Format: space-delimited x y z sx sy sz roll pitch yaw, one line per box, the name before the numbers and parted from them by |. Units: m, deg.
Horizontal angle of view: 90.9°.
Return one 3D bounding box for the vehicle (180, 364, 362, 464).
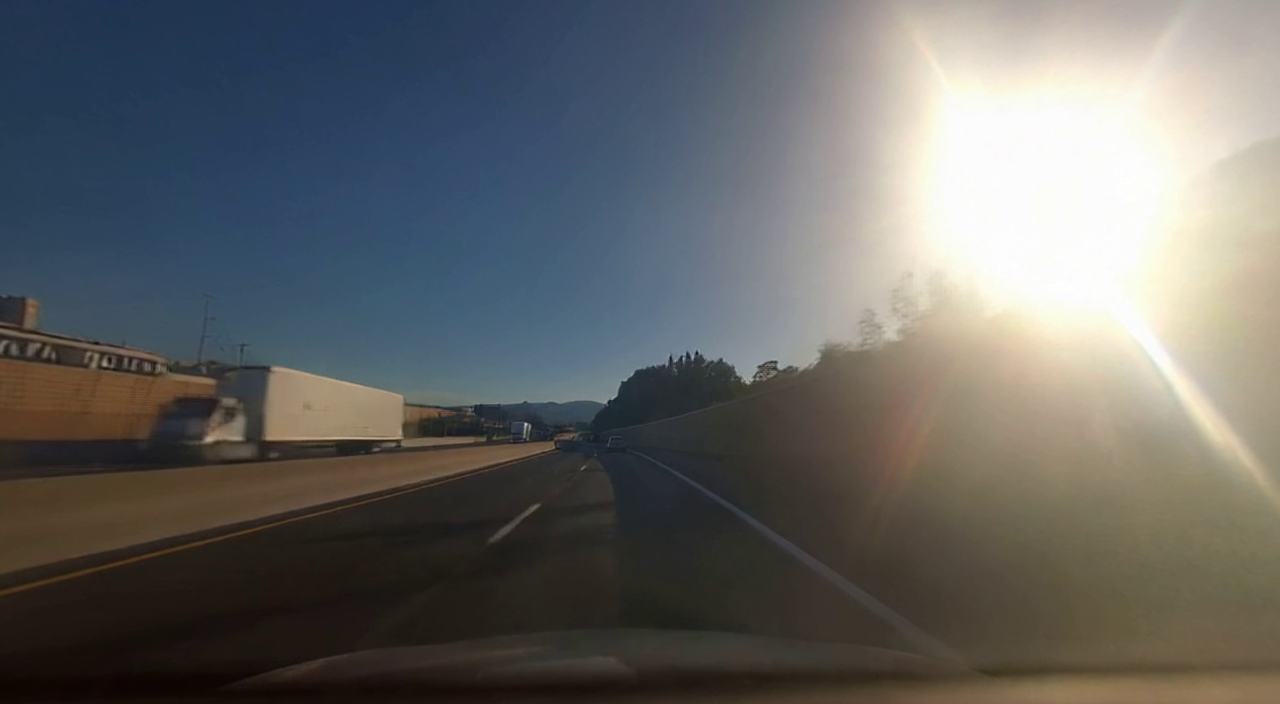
vehicle | -17.048 3.140 30.416 2.914 4.000 10.062 0 -8 -2
